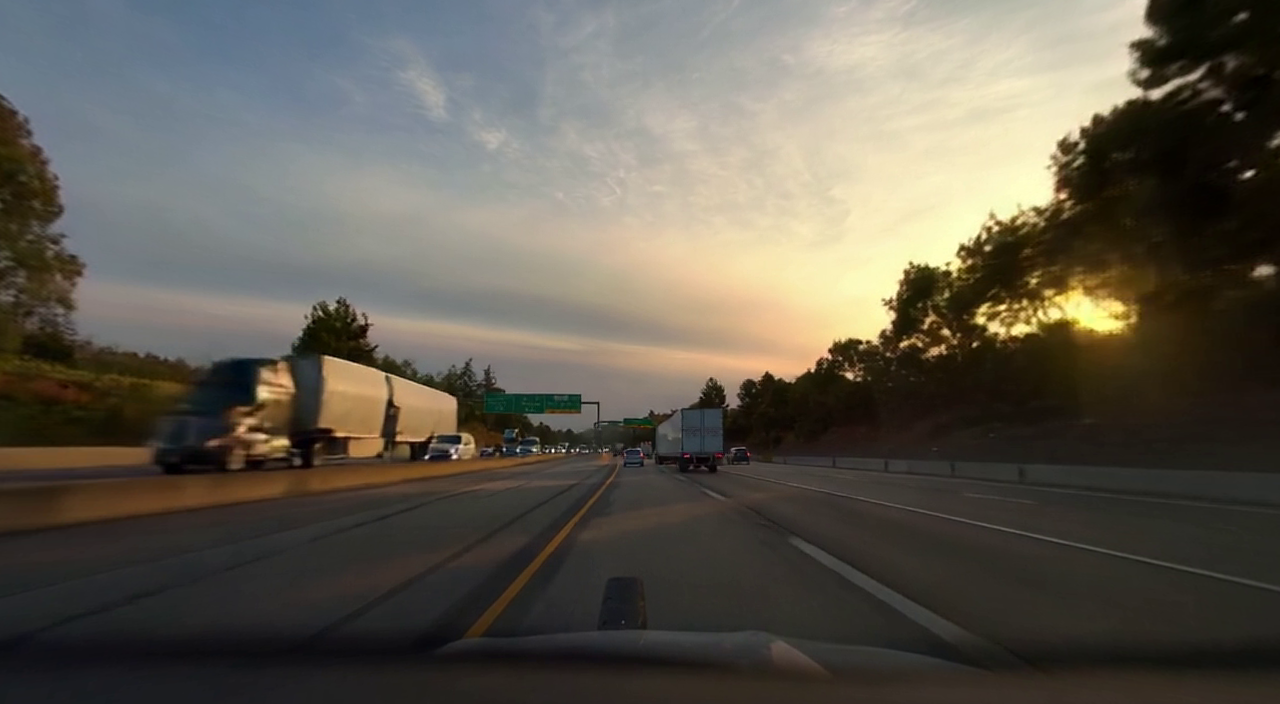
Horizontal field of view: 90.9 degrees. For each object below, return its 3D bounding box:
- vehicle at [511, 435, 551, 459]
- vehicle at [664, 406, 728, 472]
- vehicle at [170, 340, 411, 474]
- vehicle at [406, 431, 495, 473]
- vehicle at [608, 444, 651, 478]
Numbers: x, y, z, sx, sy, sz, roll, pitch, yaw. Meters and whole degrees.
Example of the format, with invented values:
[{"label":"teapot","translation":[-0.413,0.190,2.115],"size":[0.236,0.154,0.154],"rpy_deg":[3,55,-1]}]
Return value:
[{"label":"vehicle","translation":[-8.154,7.192,47.550],"size":[2.099,1.725,5.303],"rpy_deg":[0,-9,-1]},{"label":"vehicle","translation":[3.674,6.288,44.929],"size":[2.931,4.009,12.800],"rpy_deg":[0,-9,-2]},{"label":"vehicle","translation":[-11.885,2.362,23.246],"size":[2.937,3.843,10.296],"rpy_deg":[0,-9,0]},{"label":"vehicle","translation":[-7.438,4.026,25.387],"size":[1.993,1.486,5.318],"rpy_deg":[0,-9,0]},{"label":"vehicle","translation":[-0.563,5.644,32.829],"size":[2.111,1.599,3.859],"rpy_deg":[0,-9,-1]}]
